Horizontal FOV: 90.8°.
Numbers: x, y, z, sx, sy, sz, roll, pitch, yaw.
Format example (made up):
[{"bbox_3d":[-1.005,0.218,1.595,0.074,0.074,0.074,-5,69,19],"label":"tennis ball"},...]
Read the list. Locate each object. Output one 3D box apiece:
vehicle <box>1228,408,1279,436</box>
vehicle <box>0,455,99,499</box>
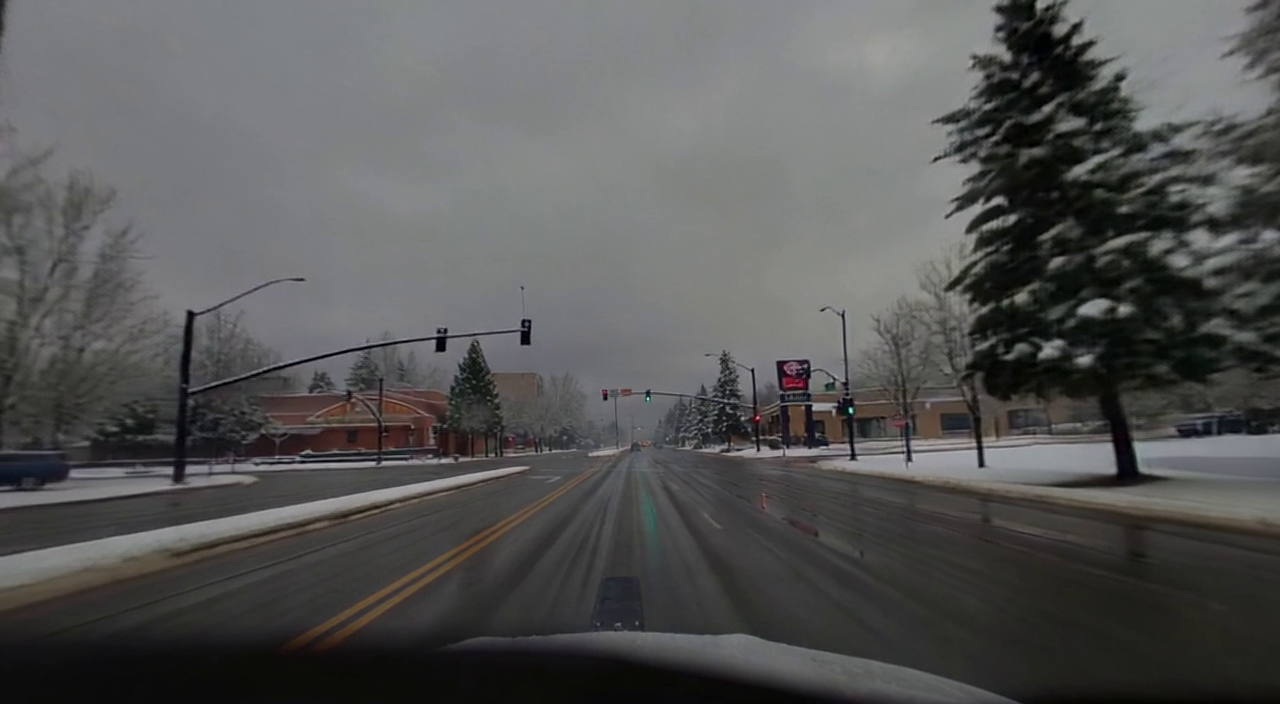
[{"bbox_3d":[40.052,4.418,39.596,4.388,1.651,1.918,0,-9,-1],"label":"vehicle"},{"bbox_3d":[-29.608,5.767,29.334,6.525,1.890,2.481,0,-9,-1],"label":"vehicle"}]
